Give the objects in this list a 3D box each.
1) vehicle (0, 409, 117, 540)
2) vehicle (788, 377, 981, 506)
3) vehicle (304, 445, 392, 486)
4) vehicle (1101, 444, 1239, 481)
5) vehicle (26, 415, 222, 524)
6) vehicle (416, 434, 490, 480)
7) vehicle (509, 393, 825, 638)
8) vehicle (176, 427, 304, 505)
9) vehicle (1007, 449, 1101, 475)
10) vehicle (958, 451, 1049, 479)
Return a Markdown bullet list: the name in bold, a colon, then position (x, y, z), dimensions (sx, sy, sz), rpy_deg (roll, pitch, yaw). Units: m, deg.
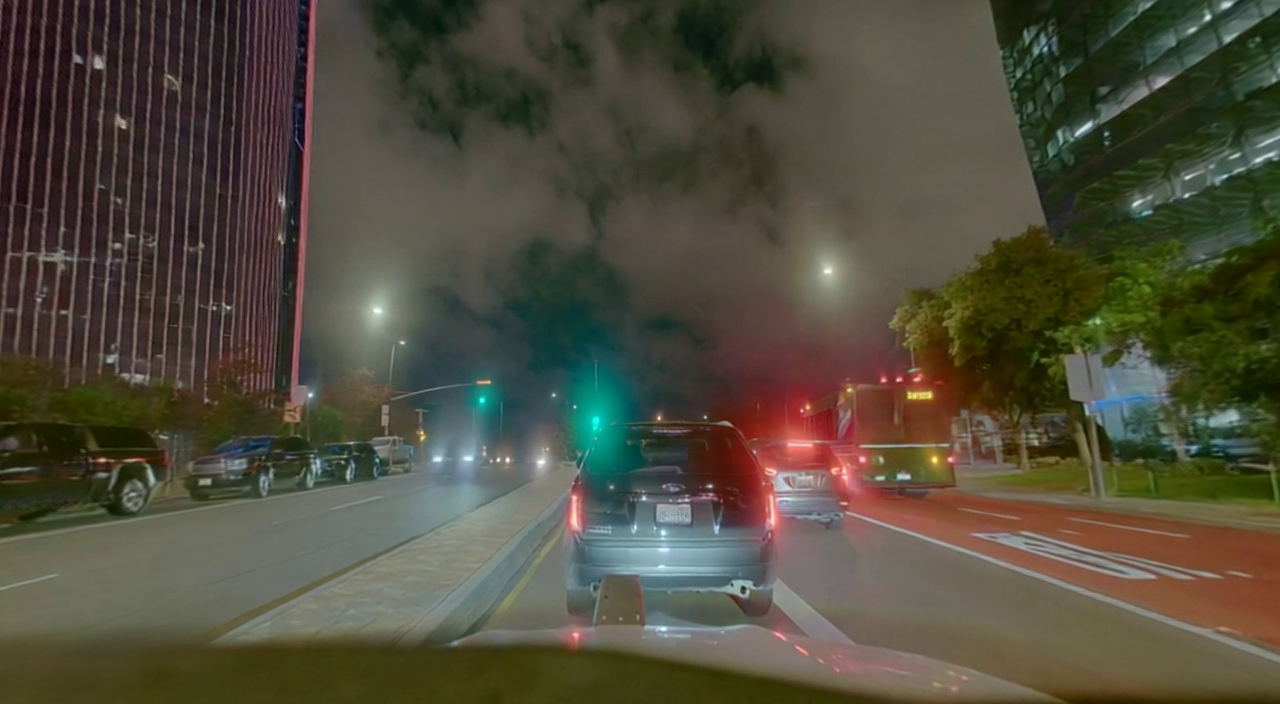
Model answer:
- **vehicle**: position (-10.478, 1.925, 10.004), dimensions (1.543, 1.946, 3.454), rpy_deg (1, -9, -6)
- **vehicle**: position (6.876, 2.735, 19.351), dimensions (3.113, 3.116, 7.650), rpy_deg (0, -8, 3)
- **vehicle**: position (-11.566, 4.492, 25.390), dimensions (1.791, 1.463, 4.210), rpy_deg (0, -9, -4)
- **vehicle**: position (30.837, 6.449, 37.101), dimensions (5.890, 1.996, 2.155), rpy_deg (-6, -10, 34)
- **vehicle**: position (-10.843, 2.460, 13.615), dimensions (1.482, 2.019, 3.297), rpy_deg (0, -9, -4)
- **vehicle**: position (-7.934, 4.503, 27.369), dimensions (2.198, 1.779, 4.926), rpy_deg (1, -8, -6)
- **vehicle**: position (0.214, 1.448, 6.555), dimensions (2.192, 1.695, 4.142), rpy_deg (0, -8, 1)
- **vehicle**: position (-11.196, 3.183, 17.998), dimensions (1.559, 1.973, 3.419), rpy_deg (1, -9, -5)
- **vehicle**: position (28.083, 7.434, 42.956), dimensions (5.153, 1.626, 1.895), rpy_deg (-6, -10, 34)
- **vehicle**: position (23.897, 7.408, 41.567), dimensions (4.956, 1.706, 1.822), rpy_deg (-6, -10, 33)
